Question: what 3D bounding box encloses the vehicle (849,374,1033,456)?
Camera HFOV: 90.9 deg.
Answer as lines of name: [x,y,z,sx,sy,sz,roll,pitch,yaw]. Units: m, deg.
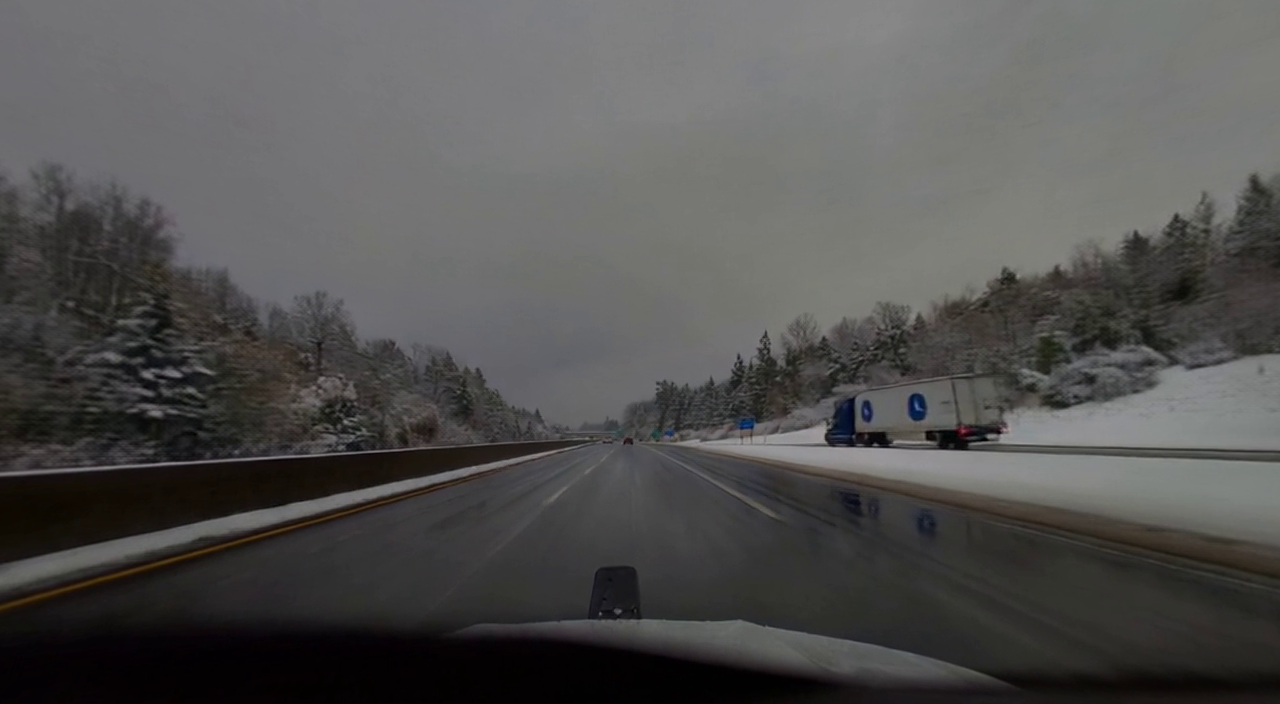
vehicle: [17.831,4.166,39.418,3.442,4.212,13.752,1,-8,-7]
